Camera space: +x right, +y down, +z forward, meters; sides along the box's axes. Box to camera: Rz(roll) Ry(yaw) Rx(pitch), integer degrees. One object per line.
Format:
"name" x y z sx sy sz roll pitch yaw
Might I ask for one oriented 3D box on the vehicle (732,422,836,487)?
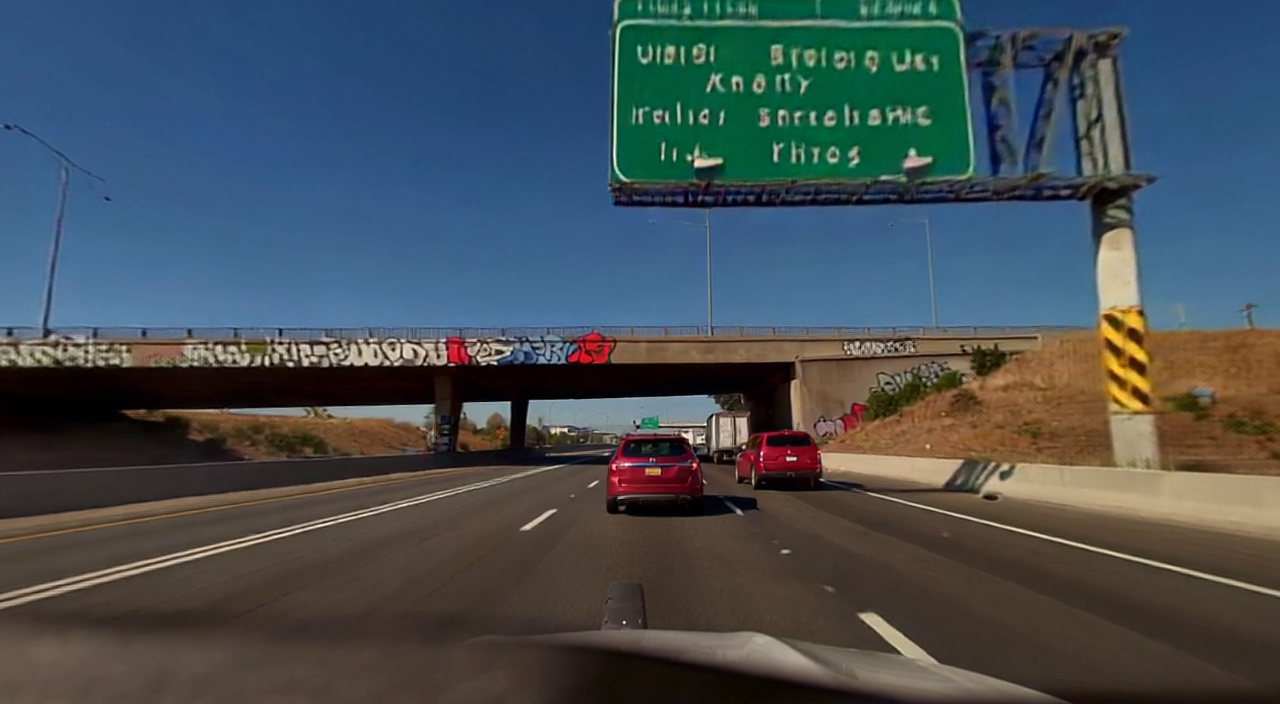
"vehicle" 4.726 3.494 21.773 2.311 1.922 5.977 -1 -8 1

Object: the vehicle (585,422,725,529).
"vehicle" 0.268 2.235 11.922 2.193 1.651 3.946 0 -8 1
